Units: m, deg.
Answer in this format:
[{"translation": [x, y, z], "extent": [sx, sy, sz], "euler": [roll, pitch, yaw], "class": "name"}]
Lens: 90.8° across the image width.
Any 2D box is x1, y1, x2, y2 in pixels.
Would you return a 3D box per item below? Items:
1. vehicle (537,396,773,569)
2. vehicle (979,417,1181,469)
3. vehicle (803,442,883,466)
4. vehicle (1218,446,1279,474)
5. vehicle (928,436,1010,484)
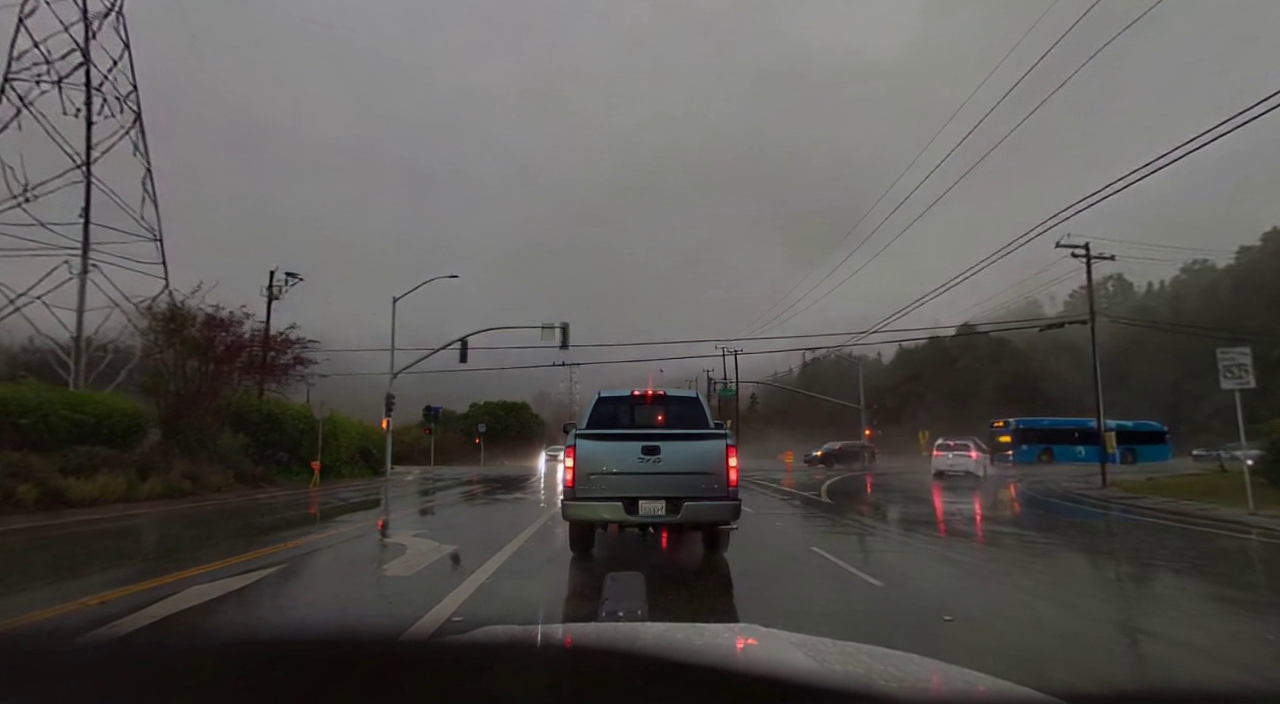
[{"translation": [0.126, 1.905, 10.112], "extent": [2.707, 1.964, 5.485], "euler": [0, -8, -1], "class": "vehicle"}, {"translation": [28.515, 5.949, 41.312], "extent": [10.726, 3.128, 3.003], "euler": [-1, -8, 1], "class": "vehicle"}, {"translation": [13.202, 6.668, 41.324], "extent": [4.578, 1.490, 1.935], "euler": [-1, -8, 1], "class": "vehicle"}, {"translation": [41.431, 7.013, 41.260], "extent": [5.426, 1.728, 1.999], "euler": [0, -8, -2], "class": "vehicle"}, {"translation": [11.675, 3.740, 22.244], "extent": [2.060, 1.496, 4.520], "euler": [-6, -10, 32], "class": "vehicle"}]
